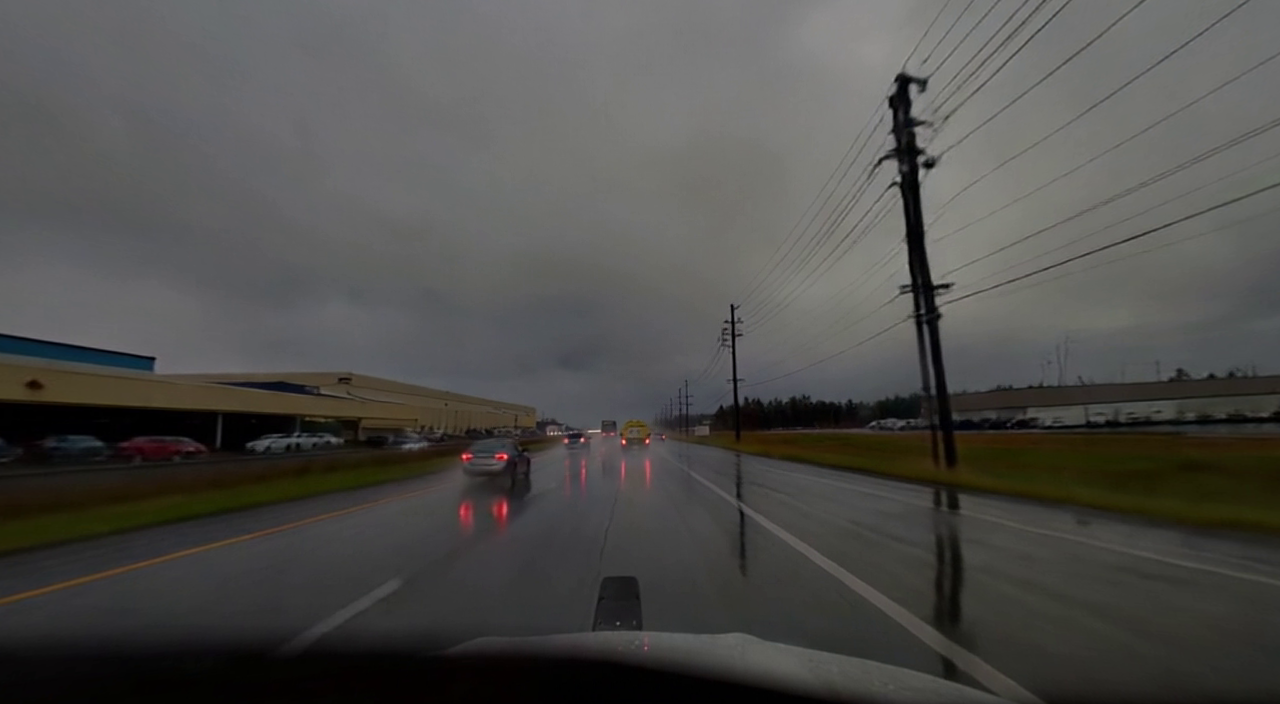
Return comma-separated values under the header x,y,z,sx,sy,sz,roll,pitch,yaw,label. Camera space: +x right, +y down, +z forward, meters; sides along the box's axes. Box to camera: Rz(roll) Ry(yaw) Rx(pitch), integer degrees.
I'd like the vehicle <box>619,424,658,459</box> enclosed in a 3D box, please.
x,y,z,sx,sy,sz,roll,pitch,yaw,label
-0.118,5.521,38.785,2.213,1.997,4.456,0,-8,-1,vehicle

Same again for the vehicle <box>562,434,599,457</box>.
x,y,z,sx,sy,sz,roll,pitch,yaw,label
-4.063,6.482,43.677,2.087,1.464,4.853,0,-8,-1,vehicle

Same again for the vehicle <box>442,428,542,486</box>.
x,y,z,sx,sy,sz,roll,pitch,yaw,label
-4.338,3.133,19.129,2.058,1.557,4.125,0,-8,0,vehicle
